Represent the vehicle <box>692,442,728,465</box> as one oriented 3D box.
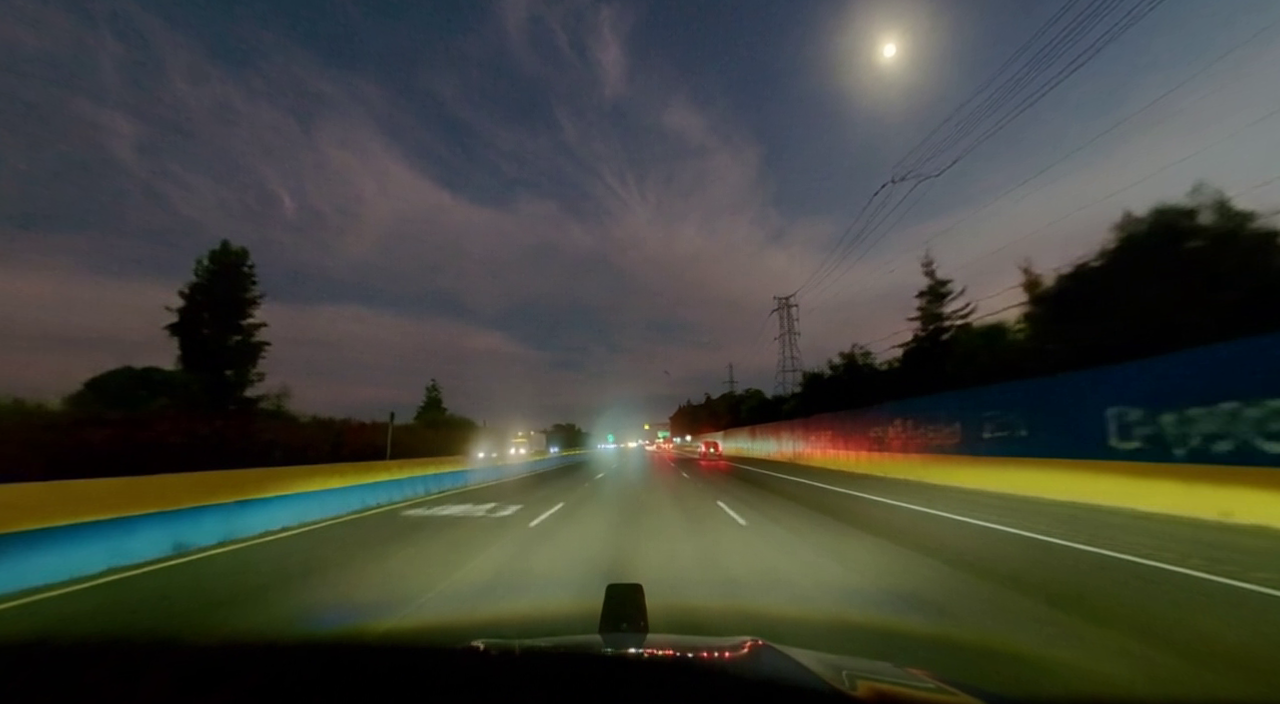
[{"bbox_3d":[4.778,6.963,43.474,1.991,1.494,3.951,0,-8,0],"label":"vehicle"}]
